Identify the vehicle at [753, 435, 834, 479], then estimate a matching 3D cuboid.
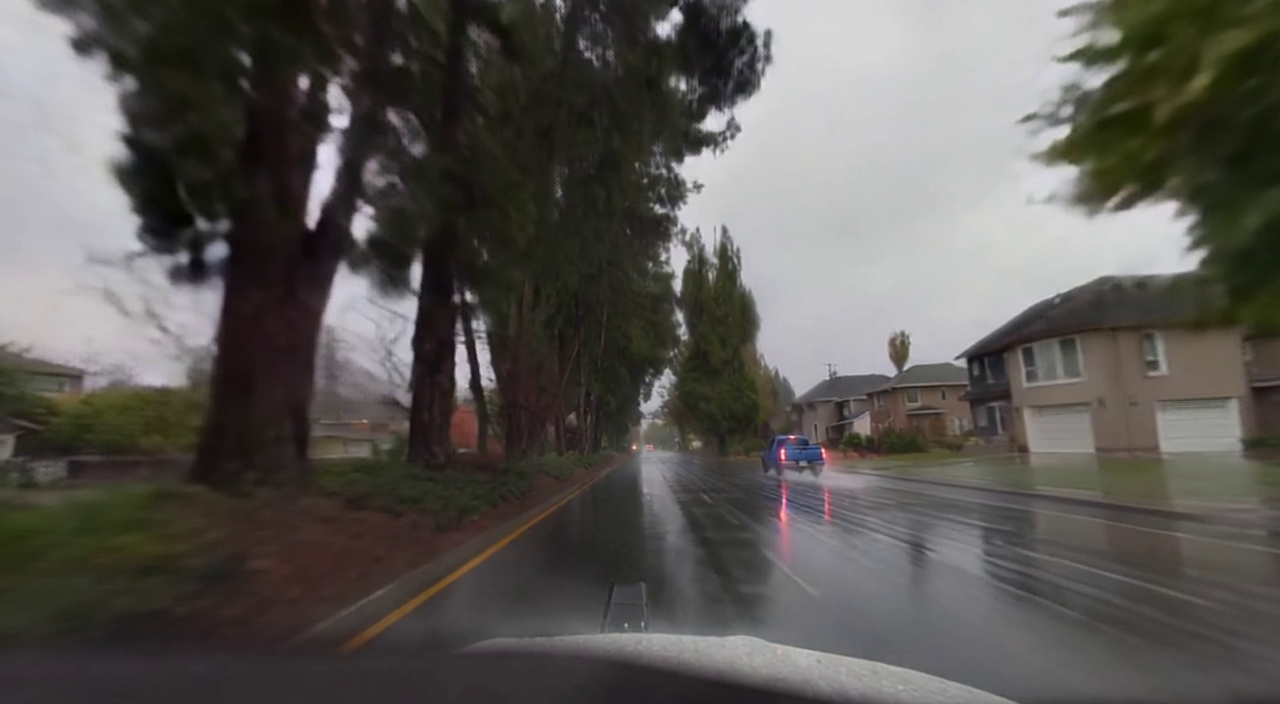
[{"bbox_3d":[6.832,4.762,28.791,2.262,1.769,5.666,0,-9,0],"label":"vehicle"}]
